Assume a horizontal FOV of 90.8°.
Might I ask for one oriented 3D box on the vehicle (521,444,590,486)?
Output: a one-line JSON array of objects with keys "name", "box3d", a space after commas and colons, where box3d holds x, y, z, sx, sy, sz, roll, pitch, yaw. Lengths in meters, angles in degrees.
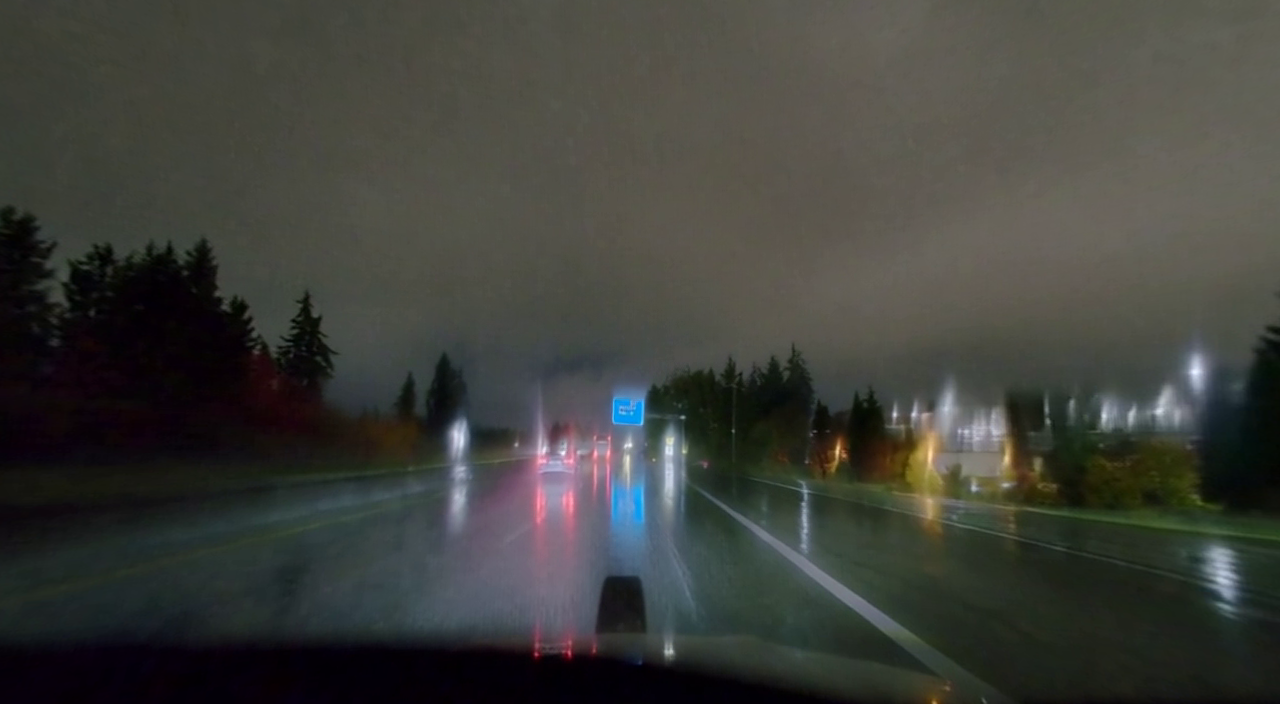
[{"name": "vehicle", "box3d": [-3.427, 4.693, 26.570, 2.184, 1.574, 5.004, 0, -9, 0]}]
